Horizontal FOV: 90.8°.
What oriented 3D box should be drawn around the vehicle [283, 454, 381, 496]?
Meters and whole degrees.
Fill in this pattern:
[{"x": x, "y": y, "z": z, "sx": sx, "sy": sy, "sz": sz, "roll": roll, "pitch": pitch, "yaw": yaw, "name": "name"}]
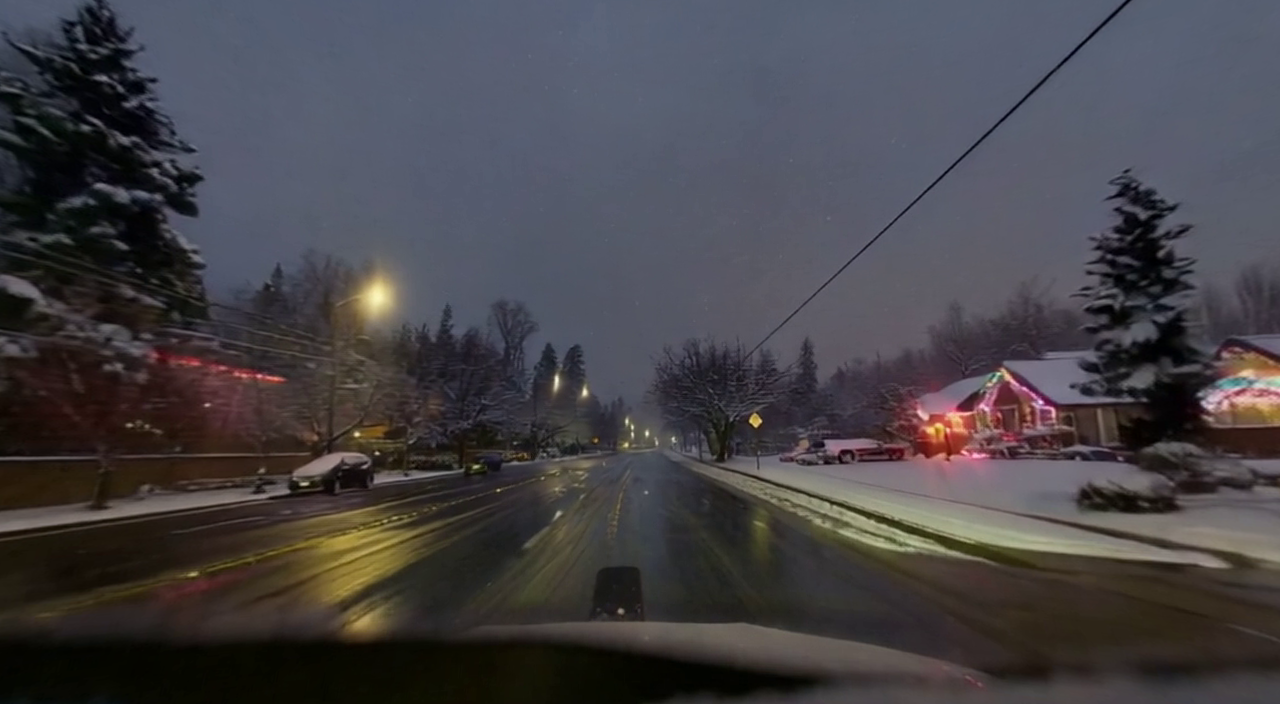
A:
[{"x": -12.995, "y": 5.172, "z": 26.995, "sx": 1.859, "sy": 1.496, "sz": 4.390, "roll": -4, "pitch": -9, "yaw": 2, "name": "vehicle"}]
